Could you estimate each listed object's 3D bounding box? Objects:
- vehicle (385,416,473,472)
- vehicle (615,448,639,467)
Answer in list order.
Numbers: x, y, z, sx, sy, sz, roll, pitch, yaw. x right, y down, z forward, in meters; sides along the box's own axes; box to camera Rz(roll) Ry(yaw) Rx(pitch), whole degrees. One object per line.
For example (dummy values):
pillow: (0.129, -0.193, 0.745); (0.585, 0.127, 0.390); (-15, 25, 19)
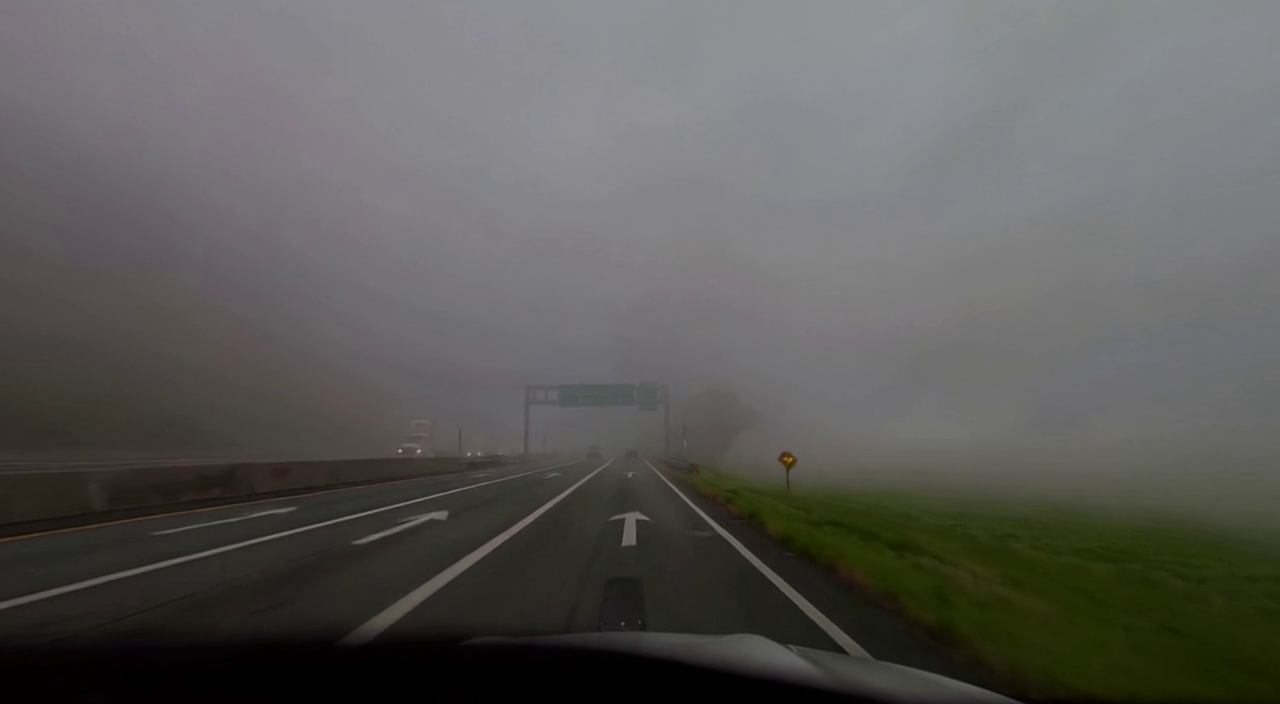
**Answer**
vehicle: (-15.013, 6.771, 45.875); (2.988, 3.568, 10.170); (0, -9, -1)
vehicle: (-1.048, 8.201, 49.179); (1.807, 1.427, 3.645); (0, -9, -2)
